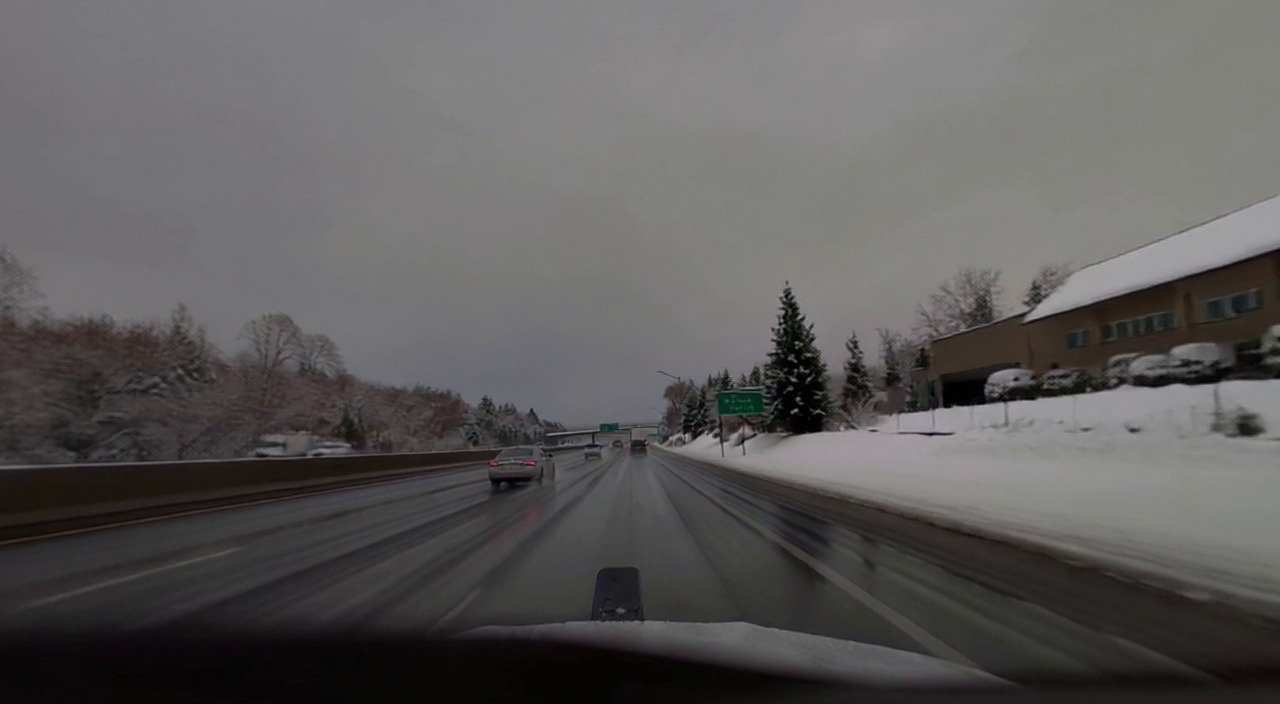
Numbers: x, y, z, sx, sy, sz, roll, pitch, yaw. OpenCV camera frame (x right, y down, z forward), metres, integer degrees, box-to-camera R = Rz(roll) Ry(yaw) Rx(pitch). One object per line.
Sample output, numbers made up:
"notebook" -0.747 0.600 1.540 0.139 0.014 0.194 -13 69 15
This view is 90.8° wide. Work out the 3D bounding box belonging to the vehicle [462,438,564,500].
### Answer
"vehicle" -3.322 3.138 17.372 1.920 1.463 4.134 0 -8 0
